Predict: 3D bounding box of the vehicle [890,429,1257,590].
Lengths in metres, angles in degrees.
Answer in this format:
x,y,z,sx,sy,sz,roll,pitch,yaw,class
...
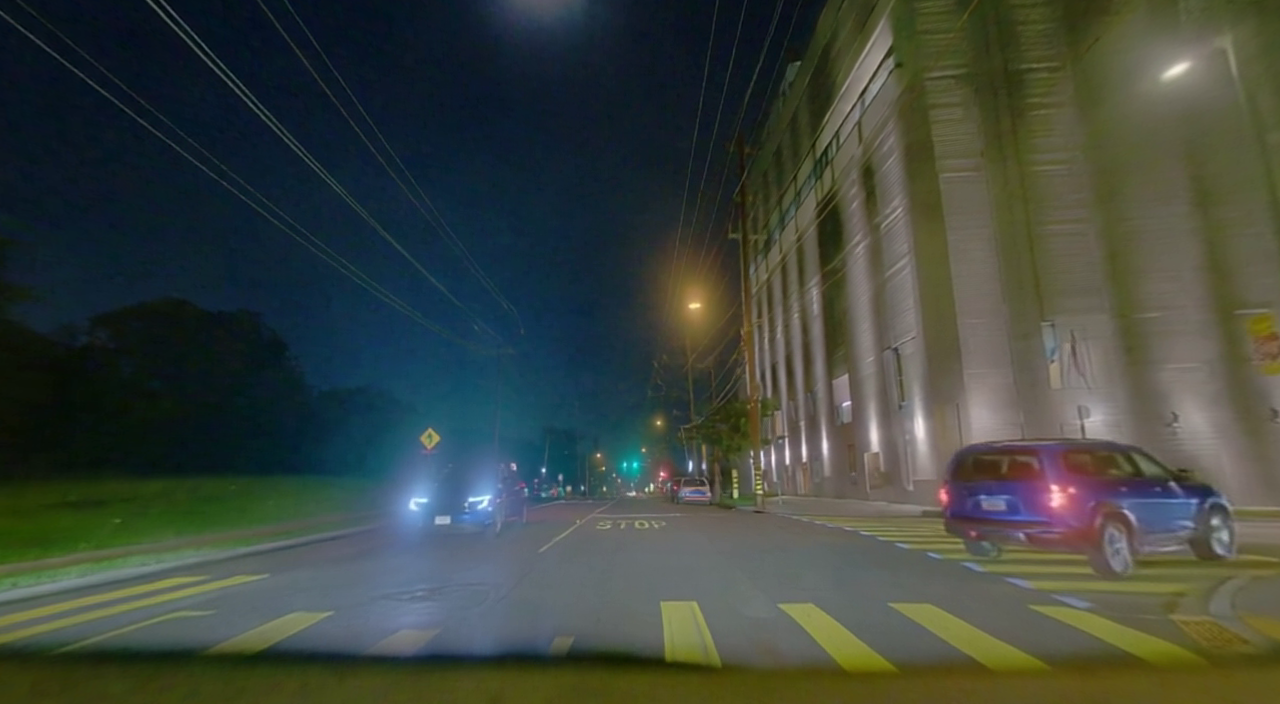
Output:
x,y,z,sx,sy,sz,roll,pitch,yaw,class
6.349,2.072,9.252,4.872,1.789,2.214,4,-9,-27,vehicle

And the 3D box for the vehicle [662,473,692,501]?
x,y,z,sx,sy,sz,roll,pitch,yaw,class
2.817,10.374,48.771,1.953,1.774,5.008,0,-8,-1,vehicle

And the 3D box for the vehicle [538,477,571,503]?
x,y,z,sx,sy,sz,roll,pitch,yaw,class
-6.632,10.710,49.370,1.913,1.682,4.365,0,-8,0,vehicle

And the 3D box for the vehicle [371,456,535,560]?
x,y,z,sx,sy,sz,roll,pitch,yaw,class
-3.334,2.828,12.182,1.911,1.563,4.057,0,-8,0,vehicle
